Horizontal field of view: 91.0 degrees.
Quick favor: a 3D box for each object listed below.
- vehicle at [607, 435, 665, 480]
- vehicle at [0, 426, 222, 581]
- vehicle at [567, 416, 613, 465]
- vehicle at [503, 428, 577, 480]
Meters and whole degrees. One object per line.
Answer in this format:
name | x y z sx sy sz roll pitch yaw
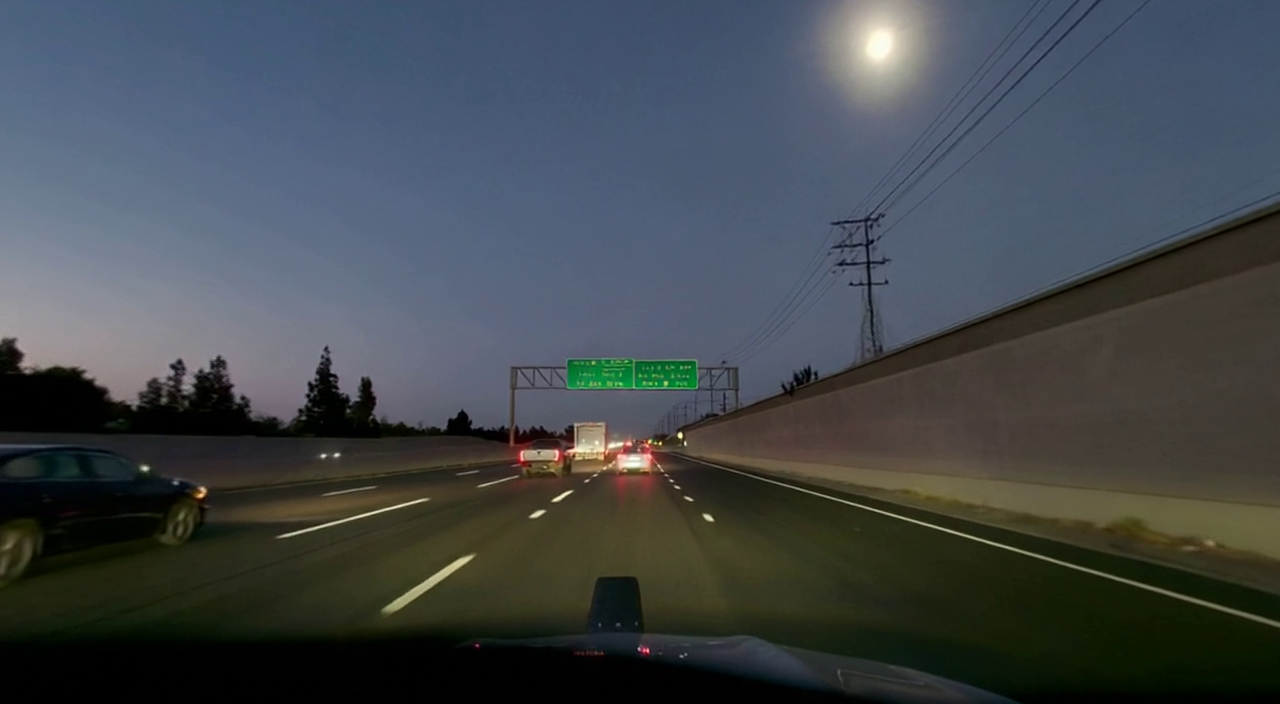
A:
vehicle | -0.135 4.288 25.841 2.178 1.640 4.071 0 -8 0
vehicle | -7.320 1.630 7.113 2.025 1.510 4.582 0 -8 0
vehicle | -3.618 6.801 48.007 2.956 3.331 9.575 0 -8 -1
vehicle | -3.822 4.000 24.966 2.109 1.840 4.614 0 -8 1
